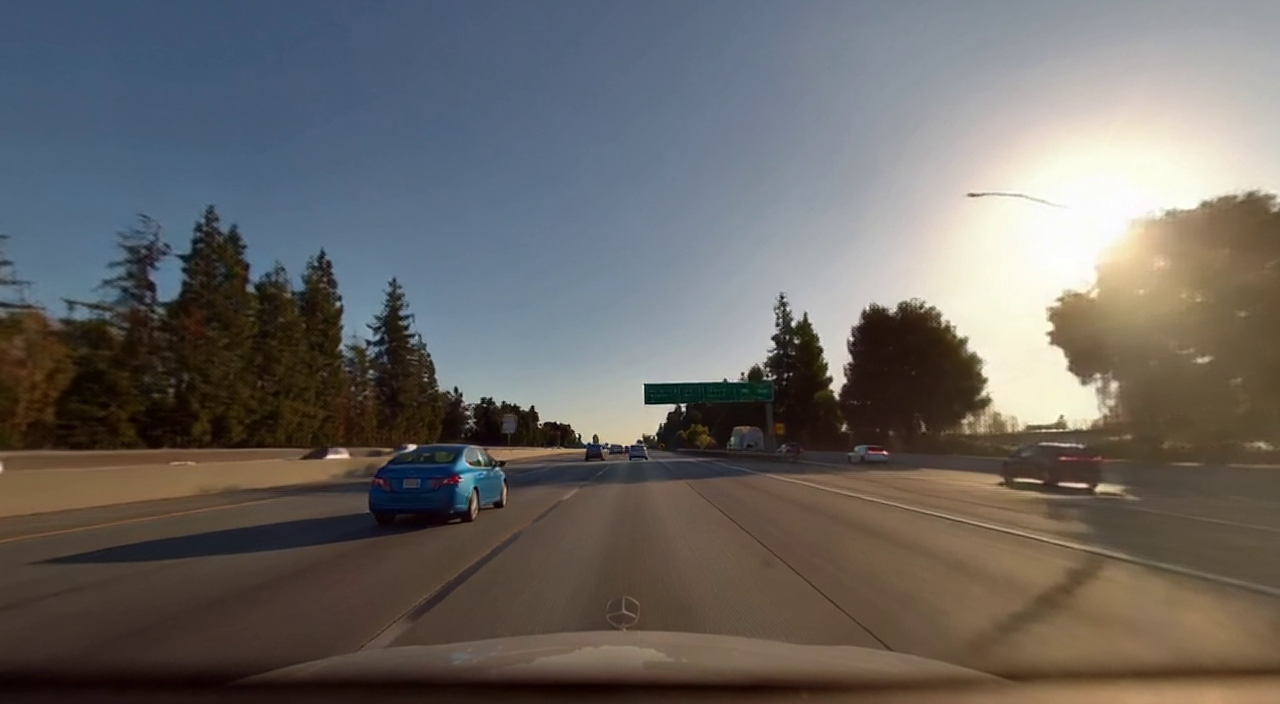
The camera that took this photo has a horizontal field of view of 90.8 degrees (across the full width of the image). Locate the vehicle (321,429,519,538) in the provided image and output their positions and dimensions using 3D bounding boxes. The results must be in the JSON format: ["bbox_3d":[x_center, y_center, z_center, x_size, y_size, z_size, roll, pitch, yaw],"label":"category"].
[{"bbox_3d":[-3.598,2.229,11.296,2.020,1.554,4.137,0,-9,0],"label":"vehicle"}]

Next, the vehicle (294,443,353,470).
[{"bbox_3d":[-24.871,8.221,49.922,1.976,2.014,5.184,0,-9,0],"label":"vehicle"}]

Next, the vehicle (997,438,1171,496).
[{"bbox_3d":[13.156,3.419,19.233,1.940,1.496,4.992,-1,-9,4],"label":"vehicle"}]

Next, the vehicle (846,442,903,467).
[{"bbox_3d":[14.540,6.380,39.466,1.873,1.463,4.937,0,-9,2],"label":"vehicle"}]
